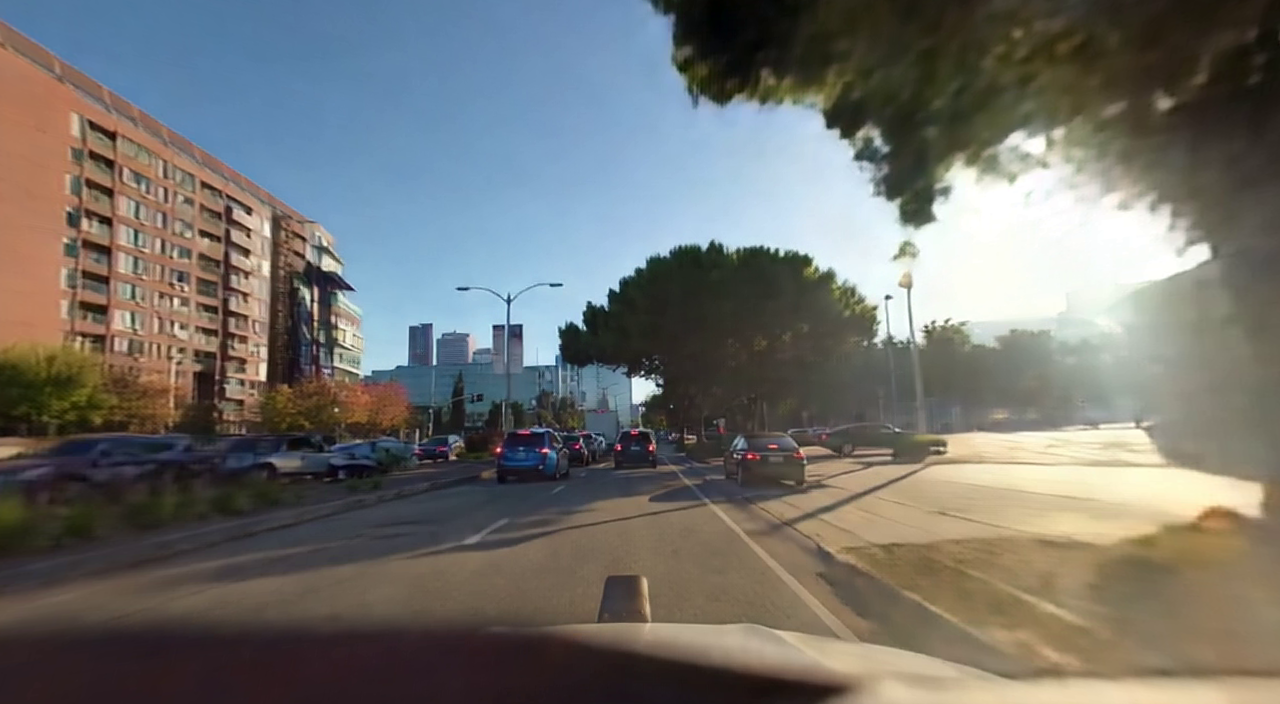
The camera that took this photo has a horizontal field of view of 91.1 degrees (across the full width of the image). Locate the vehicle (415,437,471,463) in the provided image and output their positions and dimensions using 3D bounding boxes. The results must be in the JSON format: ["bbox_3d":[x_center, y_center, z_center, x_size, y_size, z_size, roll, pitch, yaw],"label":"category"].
[{"bbox_3d":[-12.161,6.066,39.004,1.924,1.511,4.640,0,-8,0],"label":"vehicle"}]

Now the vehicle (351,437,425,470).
[{"bbox_3d":[-12.361,5.020,31.144,1.843,1.509,4.301,0,-8,1],"label":"vehicle"}]

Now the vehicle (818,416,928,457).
[{"bbox_3d":[12.359,4.547,33.485,4.991,1.978,2.090,-8,-12,43],"label":"vehicle"}]

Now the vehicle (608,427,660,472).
[{"bbox_3d":[-0.189,4.062,26.252,2.022,1.700,4.084,0,-8,1],"label":"vehicle"}]

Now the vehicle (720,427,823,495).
[{"bbox_3d":[3.284,2.797,16.421,1.847,1.554,3.885,0,-8,0],"label":"vehicle"}]

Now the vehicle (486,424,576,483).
[{"bbox_3d":[-3.398,3.282,20.482,2.047,1.710,4.314,0,-8,2],"label":"vehicle"}]

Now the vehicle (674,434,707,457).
[{"bbox_3d":[3.328,6.282,42.142,1.948,1.475,4.093,0,-8,0],"label":"vehicle"}]

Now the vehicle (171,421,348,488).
[{"bbox_3d":[-12.246,3.348,20.862,2.245,1.908,5.613,0,-8,1],"label":"vehicle"}]

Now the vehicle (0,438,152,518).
[{"bbox_3d":[-12.579,2.480,12.692,1.824,1.447,4.442,0,-8,0],"label":"vehicle"}]
